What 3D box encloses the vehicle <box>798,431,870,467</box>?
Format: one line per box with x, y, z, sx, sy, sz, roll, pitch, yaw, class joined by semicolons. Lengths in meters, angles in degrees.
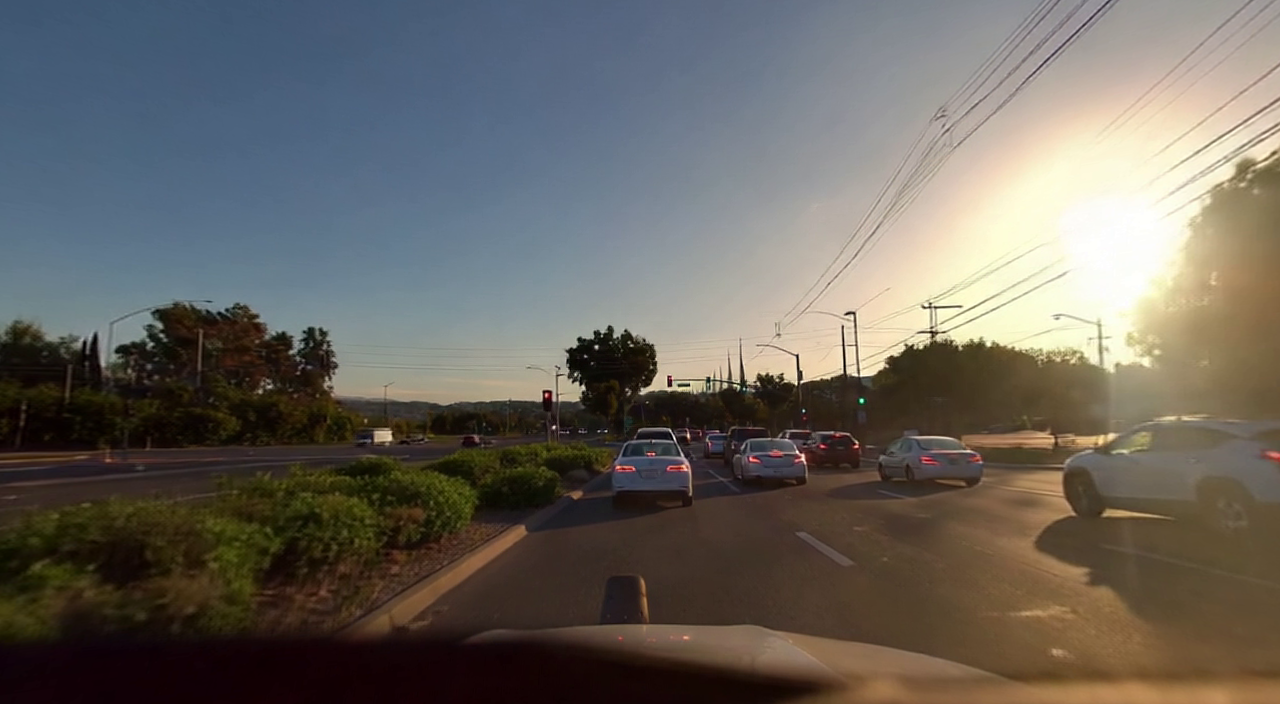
8.972;4.527;29.572;1.966;1.536;4.666;0;-8;1;vehicle

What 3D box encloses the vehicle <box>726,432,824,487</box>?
3.951;3.239;19.243;2.028;1.454;4.531;0;-8;1;vehicle

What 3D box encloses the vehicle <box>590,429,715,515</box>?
0.261;2.451;13.422;2.208;1.498;4.401;0;-8;1;vehicle

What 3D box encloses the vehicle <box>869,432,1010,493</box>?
8.165;3.044;17.710;1.905;1.483;4.469;-1;-8;2;vehicle

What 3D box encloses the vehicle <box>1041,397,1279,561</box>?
8.251;1.655;8.658;2.195;1.802;5.051;0;-8;1;vehicle
